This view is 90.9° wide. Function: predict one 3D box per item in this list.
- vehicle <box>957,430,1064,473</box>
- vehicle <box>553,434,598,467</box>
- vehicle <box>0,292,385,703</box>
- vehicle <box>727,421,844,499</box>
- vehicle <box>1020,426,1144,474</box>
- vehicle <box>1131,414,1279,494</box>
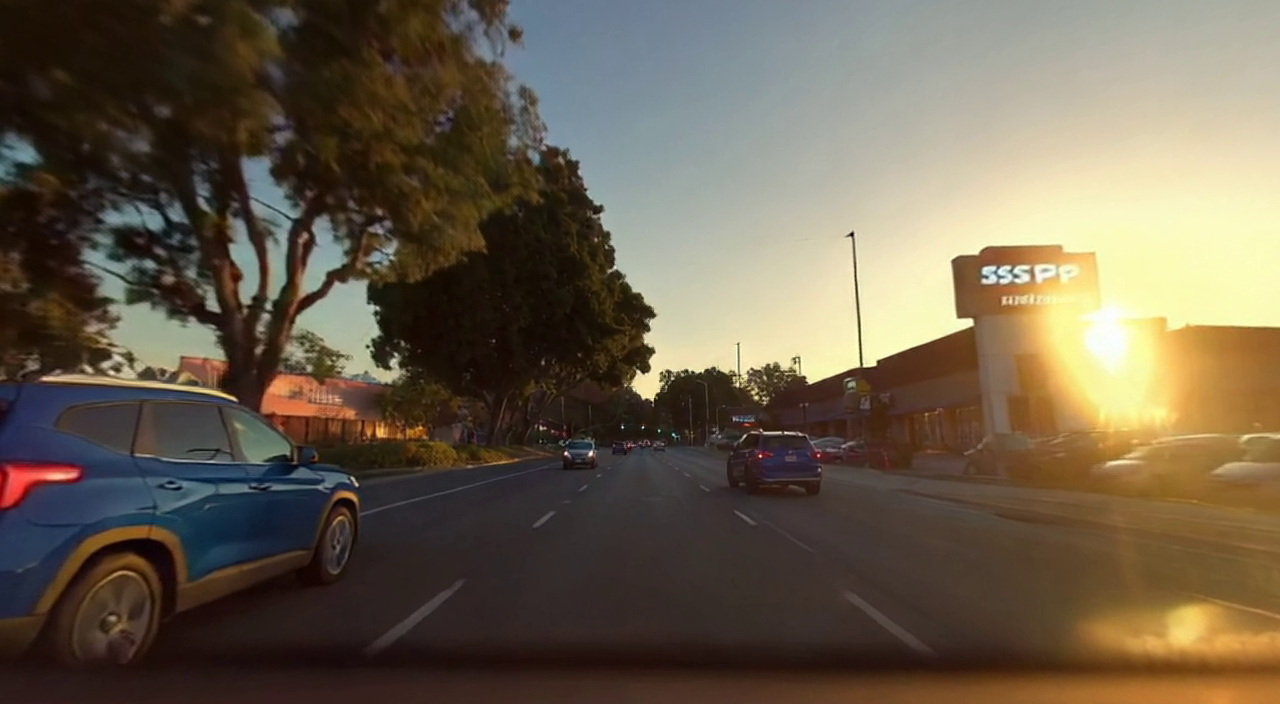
[{"bbox_3d":[15.578,4.191,26.821,1.897,1.662,4.504,0,-8,2],"label":"vehicle"},{"bbox_3d":[-3.678,5.751,36.830,2.112,1.775,4.404,0,-8,1],"label":"vehicle"},{"bbox_3d":[-3.866,0.938,4.250,2.210,1.925,4.838,0,-8,0],"label":"vehicle"},{"bbox_3d":[3.676,2.825,16.851,2.024,1.773,4.431,0,-8,0],"label":"vehicle"},{"bbox_3d":[18.205,4.055,26.270,1.944,1.815,4.419,0,-8,1],"label":"vehicle"},{"bbox_3d":[13.486,2.143,13.431,4.393,1.557,1.936,0,-8,-2],"label":"vehicle"}]
